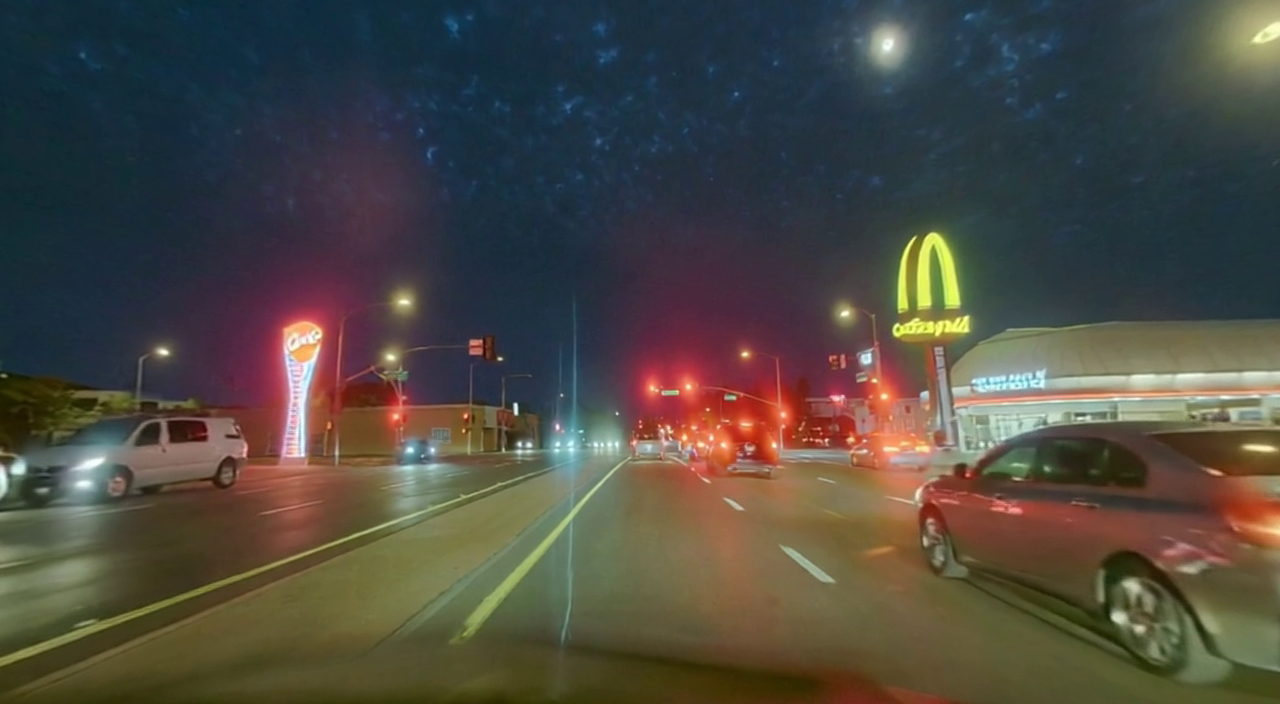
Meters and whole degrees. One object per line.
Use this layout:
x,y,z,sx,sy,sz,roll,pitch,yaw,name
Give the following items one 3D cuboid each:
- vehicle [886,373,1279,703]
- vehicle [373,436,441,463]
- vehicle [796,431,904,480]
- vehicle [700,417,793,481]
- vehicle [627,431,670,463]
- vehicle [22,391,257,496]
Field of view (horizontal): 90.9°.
3.505,1.083,4.198,1.932,1.517,4.430,0,-8,0,vehicle
-16.004,6.629,43.181,4.554,1.751,2.106,-6,-10,36,vehicle
6.918,3.448,21.362,2.059,1.458,4.395,0,-8,-1,vehicle
3.221,3.077,20.207,2.038,1.787,4.946,0,-8,-1,vehicle
0.359,4.834,32.221,2.073,1.496,3.892,0,-8,-1,vehicle
-15.298,2.880,19.989,2.371,2.799,5.978,0,-8,1,vehicle
